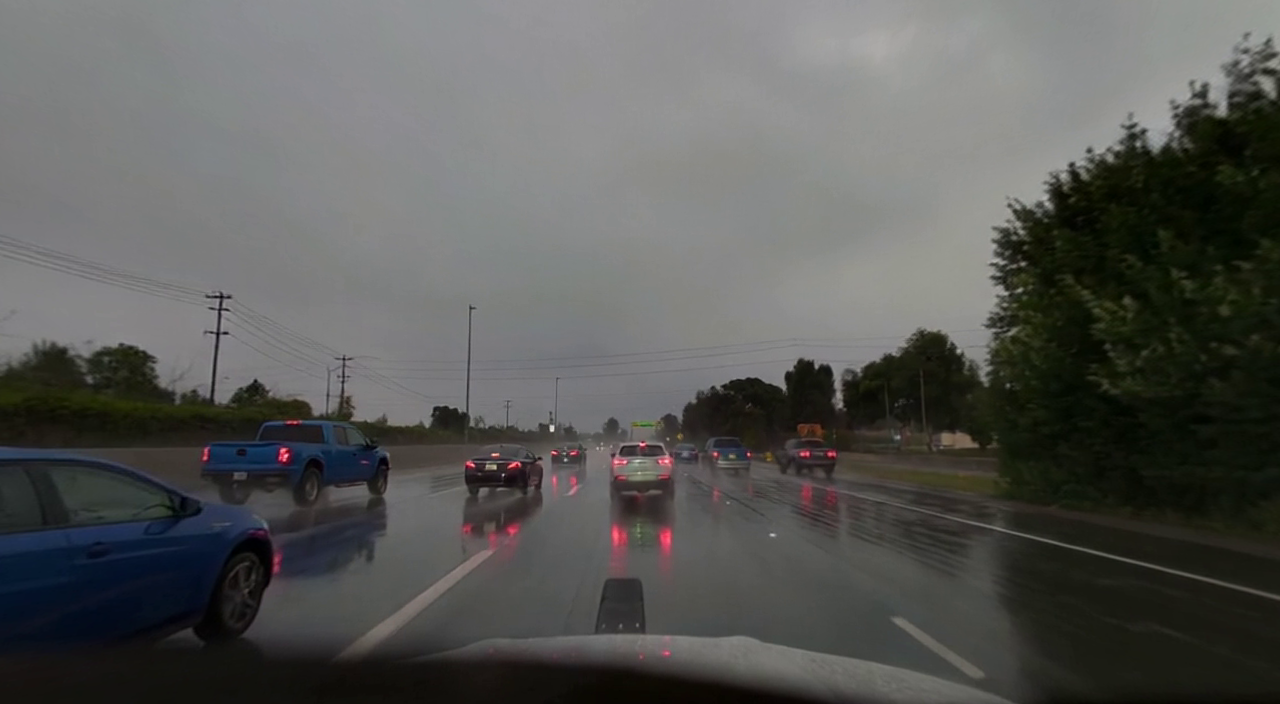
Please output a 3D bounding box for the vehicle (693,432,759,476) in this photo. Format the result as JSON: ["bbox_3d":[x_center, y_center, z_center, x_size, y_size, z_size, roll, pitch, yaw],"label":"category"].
[{"bbox_3d":[3.786,4.599,28.849,2.113,1.800,5.376,0,-8,-2],"label":"vehicle"}]

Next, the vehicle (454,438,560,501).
[{"bbox_3d":[-3.362,3.035,16.796,1.899,1.437,4.131,0,-8,0],"label":"vehicle"}]

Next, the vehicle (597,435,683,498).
[{"bbox_3d":[-0.027,3.126,17.708,2.102,1.499,4.439,0,-8,-1],"label":"vehicle"}]

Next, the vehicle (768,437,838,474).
[{"bbox_3d":[7.815,4.997,30.823,1.969,1.608,4.865,0,-8,-1],"label":"vehicle"}]

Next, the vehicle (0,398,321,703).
[{"bbox_3d":[-3.696,0.981,2.933,1.955,1.481,4.604,0,-8,1],"label":"vehicle"}]
